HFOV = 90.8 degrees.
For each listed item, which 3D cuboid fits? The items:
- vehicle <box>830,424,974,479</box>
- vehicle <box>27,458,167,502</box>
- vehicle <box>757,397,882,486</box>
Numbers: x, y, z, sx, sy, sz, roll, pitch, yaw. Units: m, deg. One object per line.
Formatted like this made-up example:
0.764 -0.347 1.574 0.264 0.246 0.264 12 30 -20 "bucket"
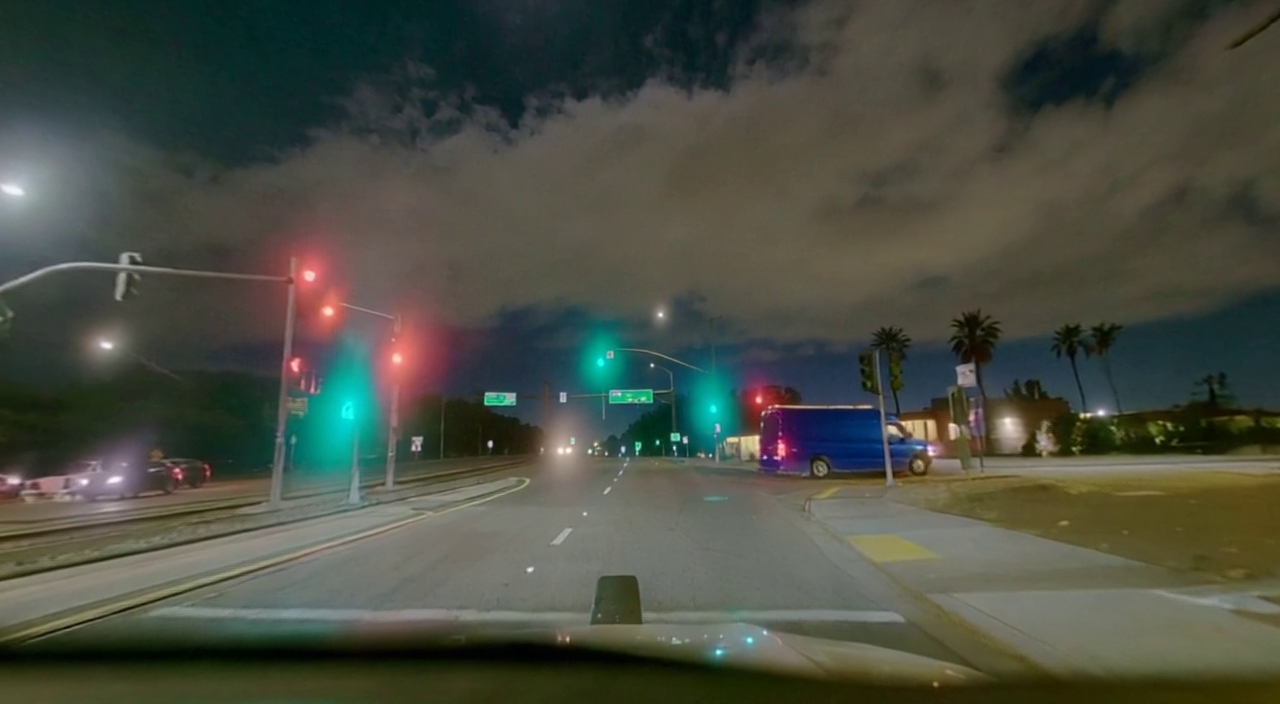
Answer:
11.256 4.226 27.079 6.055 2.140 2.266 5 -9 -28 "vehicle"
-21.108 4.911 24.552 4.881 1.477 2.204 -4 -9 25 "vehicle"
6.847 3.383 23.998 4.180 3.020 2.606 7 -11 -41 "vehicle"
